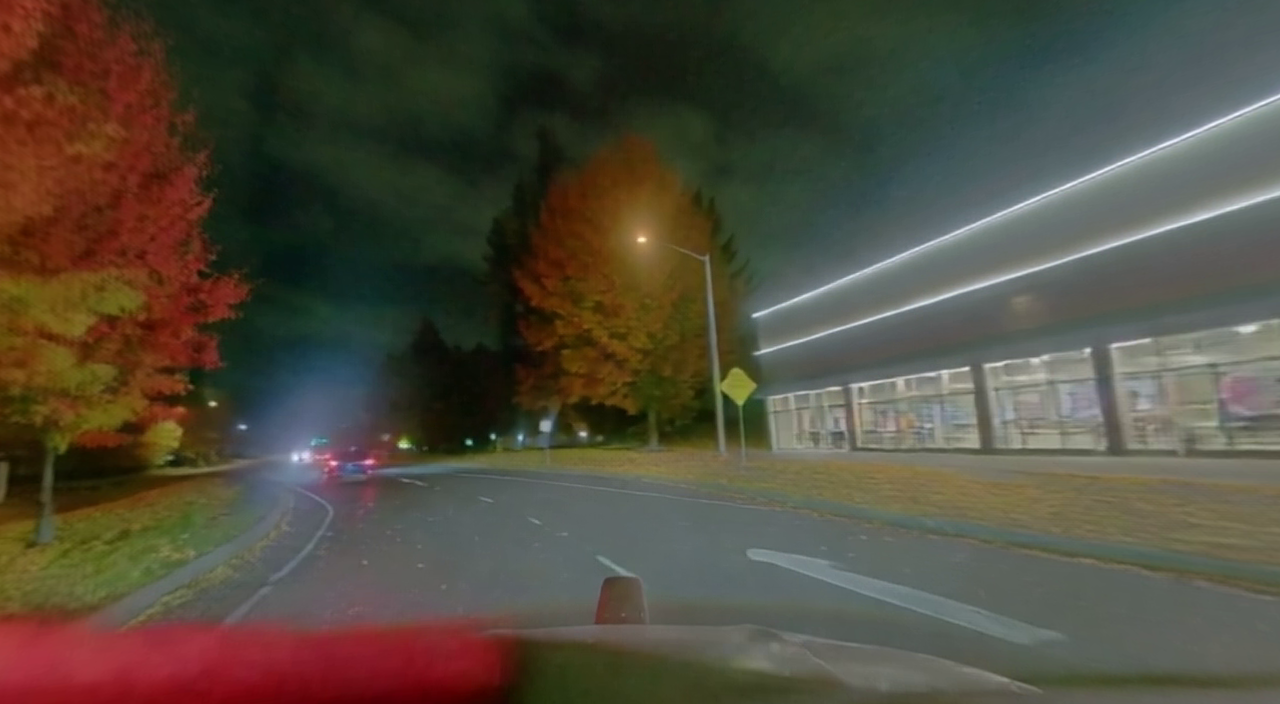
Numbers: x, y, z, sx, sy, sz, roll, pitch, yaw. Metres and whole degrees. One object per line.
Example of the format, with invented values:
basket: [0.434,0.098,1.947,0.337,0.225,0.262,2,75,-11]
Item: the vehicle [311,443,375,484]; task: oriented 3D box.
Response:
vehicle: [-14.817,5.430,31.267,2.146,1.814,5.110,5,-10,-32]
